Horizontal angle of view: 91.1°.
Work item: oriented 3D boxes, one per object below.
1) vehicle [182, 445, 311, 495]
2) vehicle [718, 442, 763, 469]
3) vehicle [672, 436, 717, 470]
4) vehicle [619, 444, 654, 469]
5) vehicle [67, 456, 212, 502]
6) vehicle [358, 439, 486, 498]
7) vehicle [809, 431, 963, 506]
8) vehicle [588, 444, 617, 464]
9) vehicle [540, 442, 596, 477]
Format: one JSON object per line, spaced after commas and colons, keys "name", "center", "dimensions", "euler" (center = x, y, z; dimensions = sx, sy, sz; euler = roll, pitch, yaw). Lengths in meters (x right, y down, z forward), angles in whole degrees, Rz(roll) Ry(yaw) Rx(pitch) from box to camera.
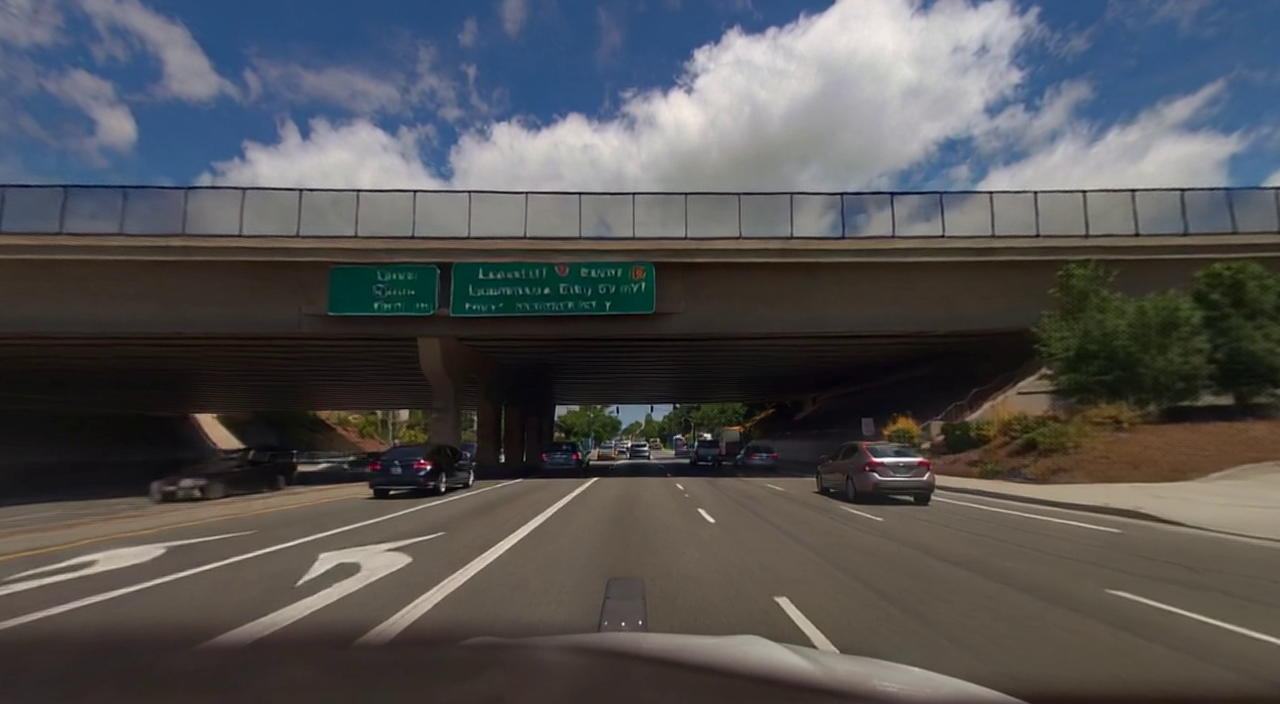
{"name": "vehicle", "center": [-15.181, 4.544, 24.621], "dimensions": [2.015, 1.722, 4.640], "euler": [0, -8, 0]}
{"name": "vehicle", "center": [6.079, 6.300, 38.413], "dimensions": [1.924, 1.527, 4.268], "euler": [0, -8, -2]}
{"name": "vehicle", "center": [3.021, 5.737, 35.822], "dimensions": [2.034, 1.762, 4.420], "euler": [0, -8, -1]}
{"name": "vehicle", "center": [-0.216, 6.390, 38.748], "dimensions": [2.026, 1.453, 3.780], "euler": [0, -8, 0]}
{"name": "vehicle", "center": [-18.764, 4.739, 23.833], "dimensions": [1.906, 1.468, 4.331], "euler": [0, -8, 0]}
{"name": "vehicle", "center": [-6.071, 3.280, 18.142], "dimensions": [2.070, 1.488, 4.376], "euler": [0, -8, 1]}
{"name": "vehicle", "center": [6.014, 2.878, 16.055], "dimensions": [2.056, 1.624, 4.498], "euler": [0, -8, -1]}
{"name": "vehicle", "center": [-2.841, 7.886, 48.830], "dimensions": [1.980, 1.491, 4.351], "euler": [0, -8, 0]}
{"name": "vehicle", "center": [-3.208, 4.907, 28.881], "dimensions": [2.041, 1.466, 4.212], "euler": [0, -8, 1]}
